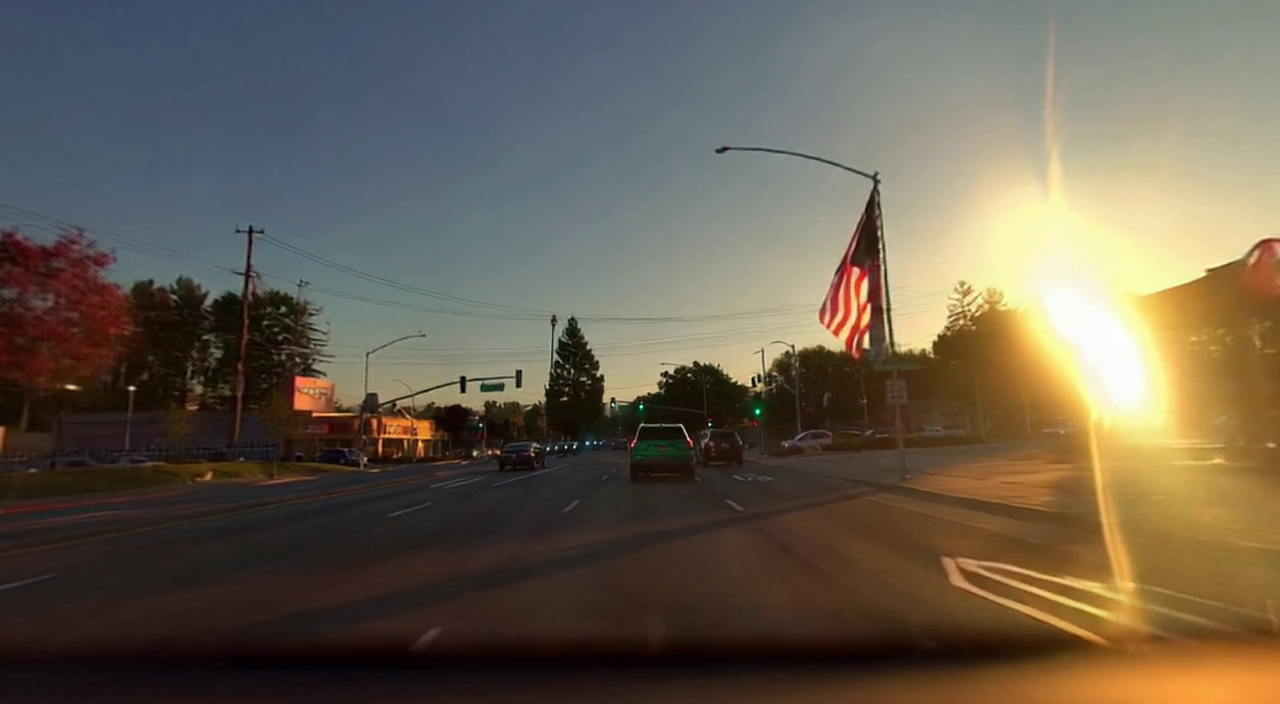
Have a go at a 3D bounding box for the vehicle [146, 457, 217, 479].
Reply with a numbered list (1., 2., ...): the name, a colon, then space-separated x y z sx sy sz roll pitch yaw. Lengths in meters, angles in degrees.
1. vehicle: -34.033 8.594 46.976 1.819 1.433 4.403 0 -8 2

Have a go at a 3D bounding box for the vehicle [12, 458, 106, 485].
1. vehicle: -35.493 7.268 38.527 4.542 1.475 1.903 -2 -8 13

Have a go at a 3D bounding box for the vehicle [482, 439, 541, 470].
1. vehicle: -6.444 5.167 32.140 1.966 1.461 4.422 0 -8 1

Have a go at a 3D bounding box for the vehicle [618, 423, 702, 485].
1. vehicle: 0.585 3.436 21.670 2.513 1.854 5.235 0 -8 0

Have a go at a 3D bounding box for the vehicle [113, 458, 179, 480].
1. vehicle: -36.702 8.702 46.955 1.785 1.415 3.853 0 -8 0

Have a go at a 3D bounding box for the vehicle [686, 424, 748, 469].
1. vehicle: 3.925 4.954 33.381 2.452 2.148 5.877 0 -8 0
